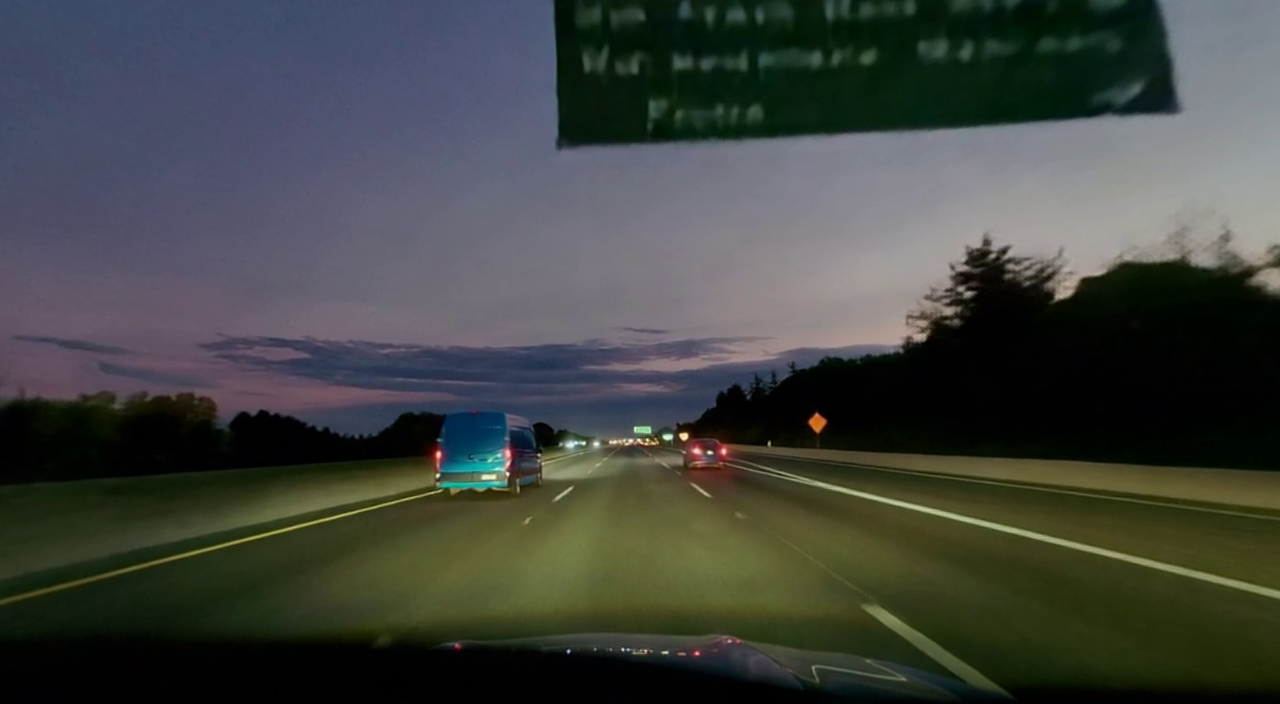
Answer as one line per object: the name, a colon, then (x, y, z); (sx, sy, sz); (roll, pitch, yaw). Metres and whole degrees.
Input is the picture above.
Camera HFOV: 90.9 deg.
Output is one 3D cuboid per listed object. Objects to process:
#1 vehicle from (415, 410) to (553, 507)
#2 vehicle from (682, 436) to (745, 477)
vehicle: (-3.660, 2.600, 15.986); (2.275, 2.053, 5.082); (0, -8, -1)
vehicle: (2.839, 4.109, 25.185); (2.020, 1.464, 3.803); (0, -8, -1)
